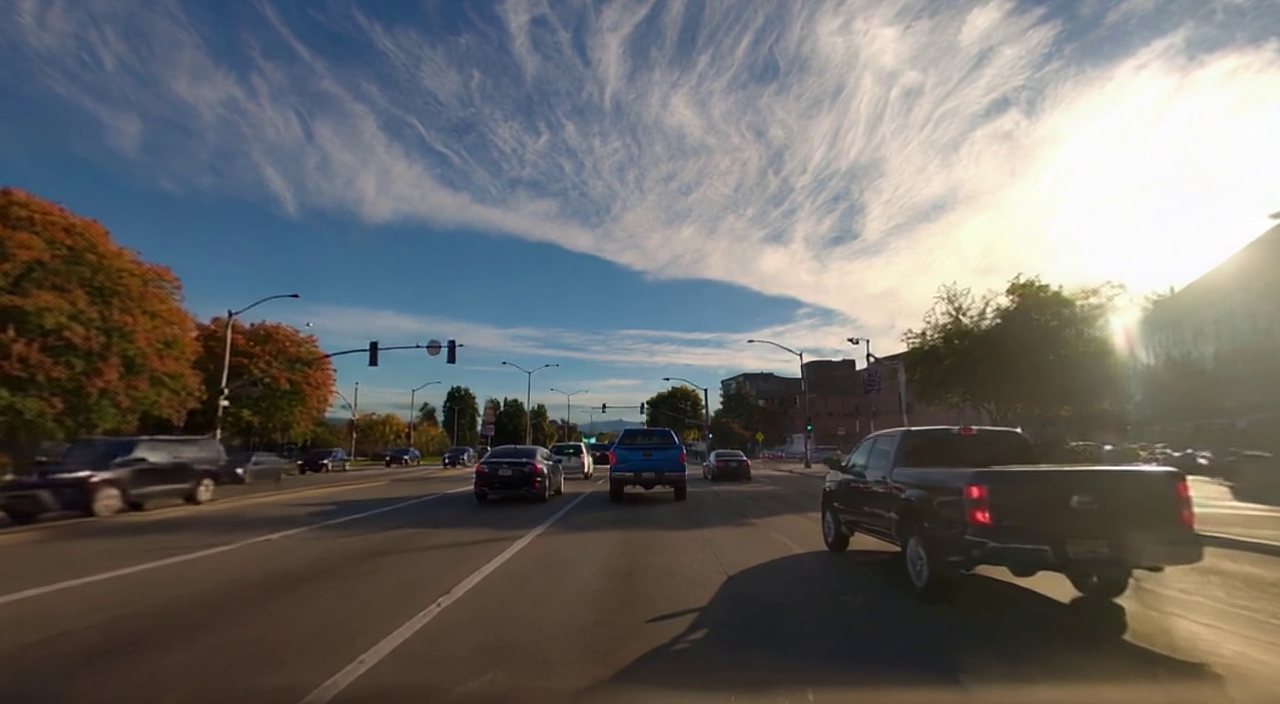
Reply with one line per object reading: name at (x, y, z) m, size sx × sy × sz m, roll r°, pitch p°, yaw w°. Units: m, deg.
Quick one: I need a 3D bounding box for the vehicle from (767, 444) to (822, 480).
vehicle at (8.725, 6.225, 35.994) m, size 2.126 × 1.820 × 4.521 m, roll 2°, pitch -8°, yaw 2°

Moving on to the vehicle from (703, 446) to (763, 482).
vehicle at (4.054, 4.975, 28.301) m, size 1.968 × 1.472 × 4.456 m, roll 0°, pitch -8°, yaw 0°

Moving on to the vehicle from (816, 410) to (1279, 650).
vehicle at (3.378, 1.525, 6.461) m, size 1.955 × 1.628 × 4.152 m, roll 0°, pitch -8°, yaw 0°

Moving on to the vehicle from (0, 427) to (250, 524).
vehicle at (-11.742, 2.732, 14.589) m, size 2.150 × 1.838 × 4.981 m, roll 0°, pitch -8°, yaw 1°

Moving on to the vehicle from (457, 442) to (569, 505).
vehicle at (-3.239, 3.179, 17.041) m, size 1.986 × 1.465 × 4.509 m, roll 0°, pitch -8°, yaw 2°

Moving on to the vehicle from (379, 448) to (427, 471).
vehicle at (-18.450, 8.391, 49.355) m, size 2.025 × 1.625 × 4.527 m, roll 0°, pitch -8°, yaw 0°

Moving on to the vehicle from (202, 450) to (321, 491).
vehicle at (-15.101, 4.714, 25.501) m, size 1.897 × 1.461 × 4.602 m, roll 0°, pitch -8°, yaw 1°

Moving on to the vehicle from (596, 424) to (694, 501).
vehicle at (0.111, 3.185, 18.558) m, size 2.493 × 1.934 × 4.957 m, roll 0°, pitch -8°, yaw 0°
